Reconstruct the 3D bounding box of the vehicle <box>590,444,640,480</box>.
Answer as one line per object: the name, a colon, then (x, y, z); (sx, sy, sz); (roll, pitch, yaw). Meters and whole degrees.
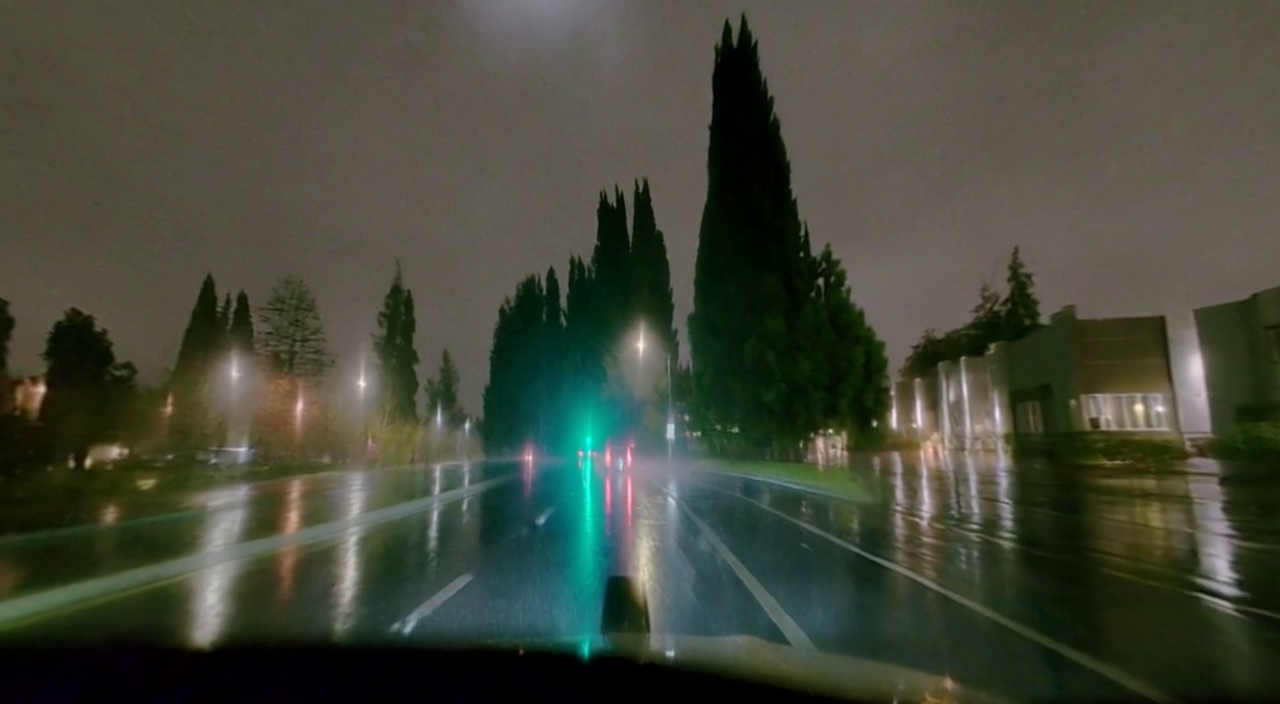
vehicle: (-1.187, 4.846, 28.191); (2.009, 1.456, 4.003); (1, -8, -5)
